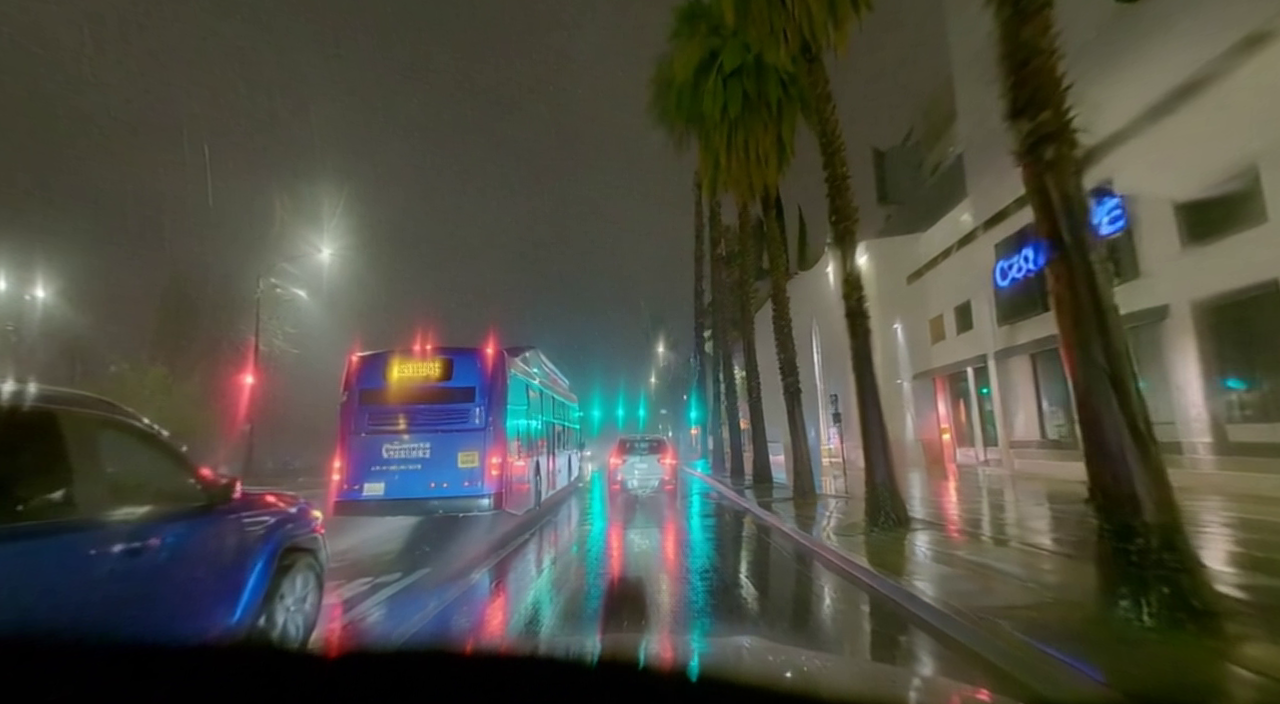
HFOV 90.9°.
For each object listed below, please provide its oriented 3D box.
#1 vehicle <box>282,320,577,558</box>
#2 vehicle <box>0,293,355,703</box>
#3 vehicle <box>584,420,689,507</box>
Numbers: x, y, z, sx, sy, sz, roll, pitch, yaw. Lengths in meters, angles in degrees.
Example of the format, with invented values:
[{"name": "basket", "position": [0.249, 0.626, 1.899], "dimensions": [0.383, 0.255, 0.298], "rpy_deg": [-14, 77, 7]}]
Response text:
[{"name": "vehicle", "position": [-3.109, 1.695, 12.334], "dimensions": [2.775, 3.064, 8.297], "rpy_deg": [0, -8, 1]}, {"name": "vehicle", "position": [-3.064, 0.739, 2.039], "dimensions": [2.124, 1.799, 4.587], "rpy_deg": [0, -8, 0]}, {"name": "vehicle", "position": [-0.070, 2.534, 14.682], "dimensions": [2.120, 1.727, 3.917], "rpy_deg": [0, -8, 0]}]
